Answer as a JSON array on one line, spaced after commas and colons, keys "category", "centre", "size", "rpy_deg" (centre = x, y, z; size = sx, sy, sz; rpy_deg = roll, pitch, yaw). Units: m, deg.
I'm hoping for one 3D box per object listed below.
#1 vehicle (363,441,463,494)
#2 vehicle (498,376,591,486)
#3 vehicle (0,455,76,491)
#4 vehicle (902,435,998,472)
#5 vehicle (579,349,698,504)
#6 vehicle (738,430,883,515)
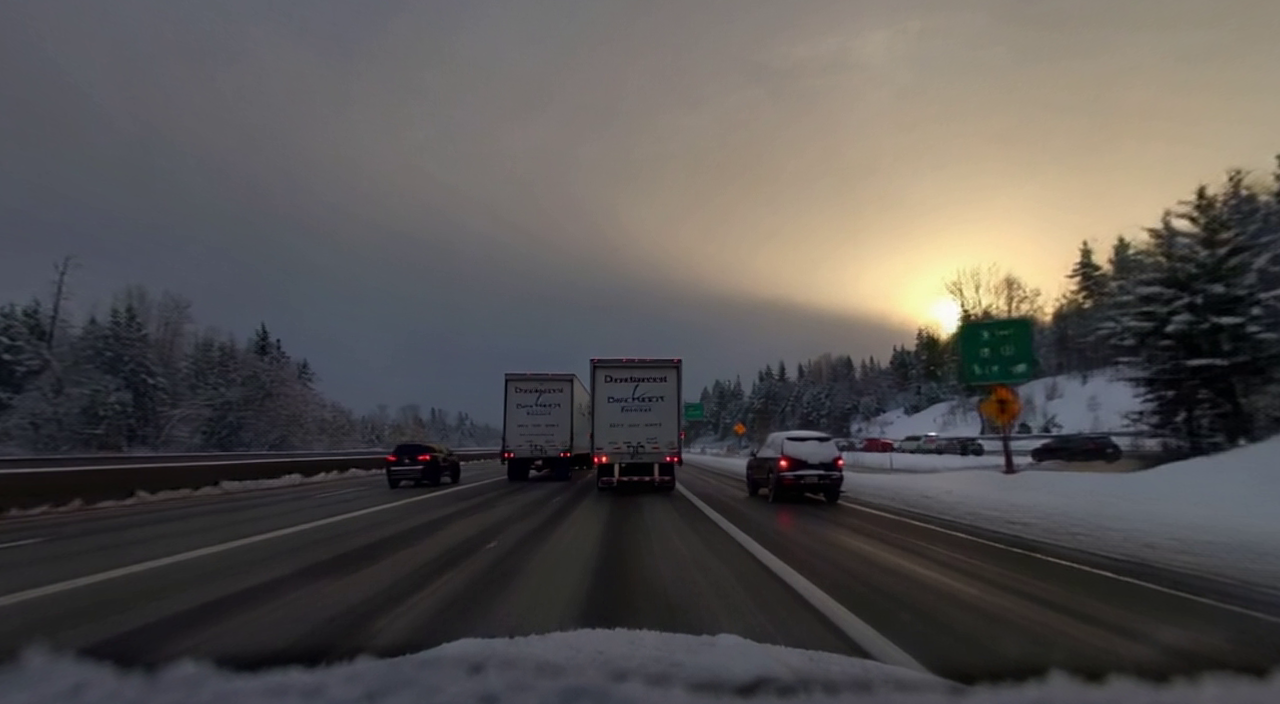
[{"category": "vehicle", "centre": [-8.043, 4.109, 22.884], "size": [2.017, 1.694, 4.420], "rpy_deg": [0, -9, -1]}, {"category": "vehicle", "centre": [-4.031, 3.801, 29.512], "size": [2.888, 4.154, 10.960], "rpy_deg": [0, -9, -2]}, {"category": "vehicle", "centre": [-28.079, 5.419, 28.543], "size": [1.719, 1.444, 3.739], "rpy_deg": [0, -9, -1]}, {"category": "vehicle", "centre": [16.638, 5.490, 34.343], "size": [2.128, 1.783, 5.718], "rpy_deg": [0, -9, -2]}, {"category": "vehicle", "centre": [-0.124, 2.556, 20.547], "size": [2.910, 3.828, 9.805], "rpy_deg": [0, -9, -1]}, {"category": "vehicle", "centre": [3.929, 2.868, 15.589], "size": [2.136, 1.753, 4.644], "rpy_deg": [0, -9, -2]}]
